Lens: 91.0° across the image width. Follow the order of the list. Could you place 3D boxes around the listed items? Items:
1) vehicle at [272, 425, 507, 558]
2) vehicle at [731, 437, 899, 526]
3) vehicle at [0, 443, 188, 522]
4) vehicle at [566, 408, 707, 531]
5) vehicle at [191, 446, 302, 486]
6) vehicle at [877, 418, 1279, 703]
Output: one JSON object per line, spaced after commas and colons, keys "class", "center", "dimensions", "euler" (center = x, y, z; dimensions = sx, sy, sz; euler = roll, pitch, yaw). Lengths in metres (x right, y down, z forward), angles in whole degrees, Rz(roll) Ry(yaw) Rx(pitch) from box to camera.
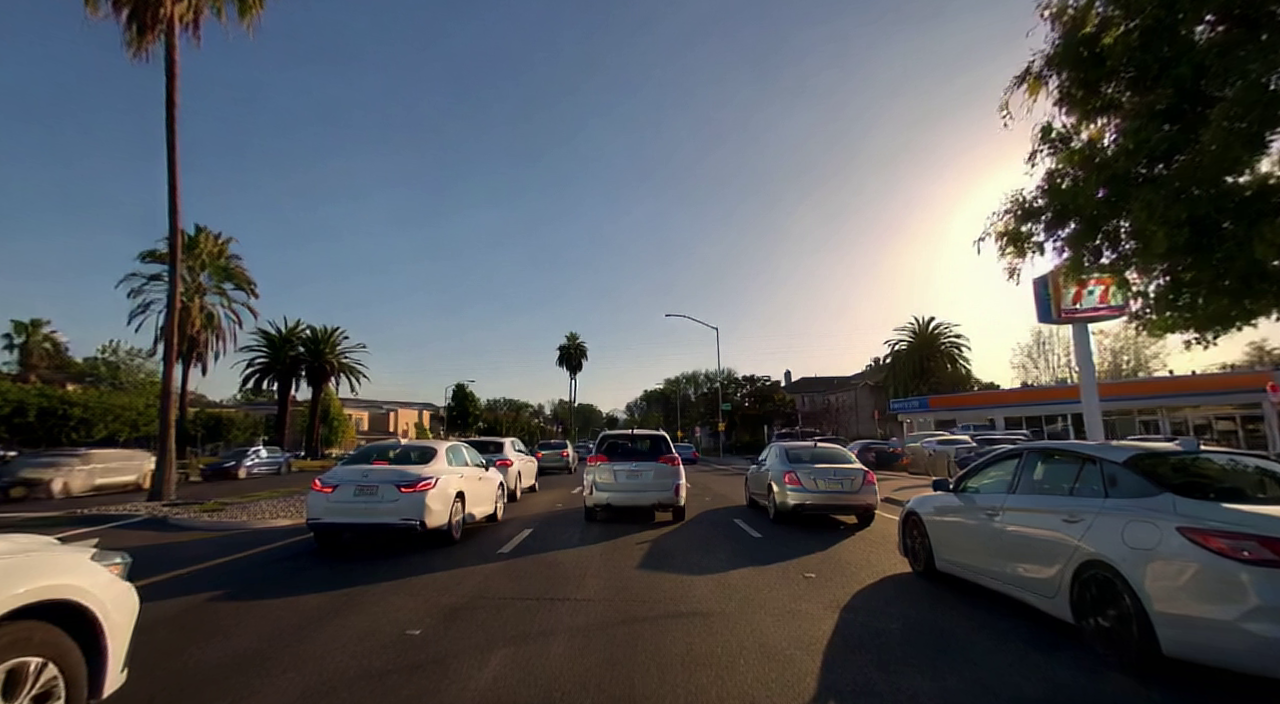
{"class": "vehicle", "center": [-3.329, 1.914, 9.382], "dimensions": [1.864, 1.505, 4.202], "euler": [0, -8, -2]}
{"class": "vehicle", "center": [3.281, 2.514, 12.932], "dimensions": [1.977, 1.480, 4.589], "euler": [0, -8, -2]}
{"class": "vehicle", "center": [-12.871, 2.846, 14.336], "dimensions": [1.892, 1.495, 4.372], "euler": [0, -8, 0]}
{"class": "vehicle", "center": [-0.105, 2.122, 11.895], "dimensions": [2.164, 1.867, 4.254], "euler": [0, -8, -1]}
{"class": "vehicle", "center": [-16.301, 4.712, 26.404], "dimensions": [1.813, 1.480, 4.486], "euler": [0, -8, -1]}
{"class": "vehicle", "center": [3.583, 1.314, 4.709], "dimensions": [1.867, 1.448, 4.436], "euler": [0, -8, 0]}
